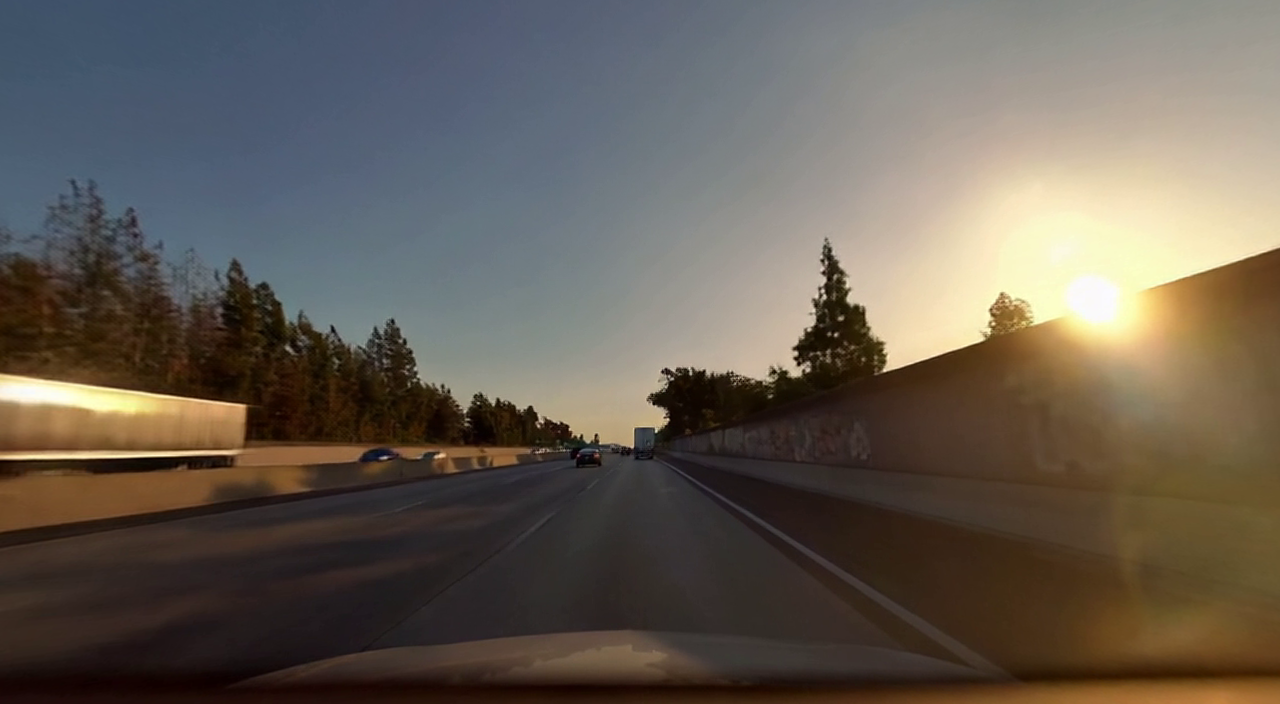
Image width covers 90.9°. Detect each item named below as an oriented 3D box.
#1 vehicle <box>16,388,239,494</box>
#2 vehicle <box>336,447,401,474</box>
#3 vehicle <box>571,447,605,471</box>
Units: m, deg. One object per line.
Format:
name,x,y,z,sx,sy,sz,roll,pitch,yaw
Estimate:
vehicle,-22.075,4.008,28.095,2.850,4.006,8.213,0,-9,0
vehicle,-17.998,7.186,42.063,1.980,1.638,5.194,0,-9,0
vehicle,-3.287,6.854,40.529,1.803,1.466,4.509,0,-9,0
